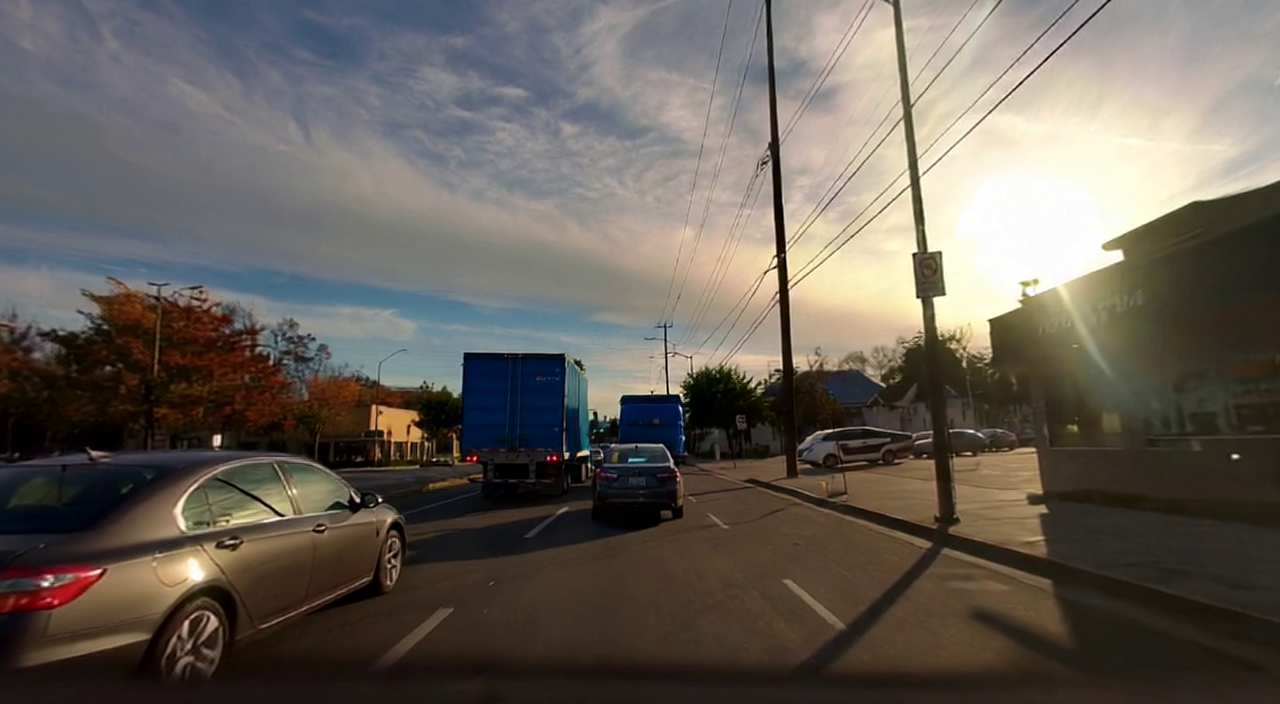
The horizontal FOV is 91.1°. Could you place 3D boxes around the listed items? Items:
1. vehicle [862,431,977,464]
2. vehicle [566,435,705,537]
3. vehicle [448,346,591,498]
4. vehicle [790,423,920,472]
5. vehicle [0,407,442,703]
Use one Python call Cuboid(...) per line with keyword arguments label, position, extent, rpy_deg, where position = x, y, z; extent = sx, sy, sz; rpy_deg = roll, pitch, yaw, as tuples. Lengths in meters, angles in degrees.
Cuboid(label="vehicle", position=(13.303, 4.564, 30.086), extent=(4.574, 1.478, 1.880), rpy_deg=(0, -8, 3))
Cuboid(label="vehicle", position=(-0.094, 2.322, 11.524), extent=(2.067, 1.506, 4.118), rpy_deg=(0, -8, -1))
Cuboid(label="vehicle", position=(-3.285, 2.259, 19.405), extent=(3.020, 3.800, 7.105), rpy_deg=(0, -8, 0))
Cuboid(label="vehicle", position=(8.956, 4.046, 26.610), extent=(2.061, 1.845, 4.829), rpy_deg=(6, -10, -36))
Cuboid(label="vehicle", position=(-3.049, 1.237, 4.253), extent=(1.969, 1.471, 4.378), rpy_deg=(0, -8, 0))
